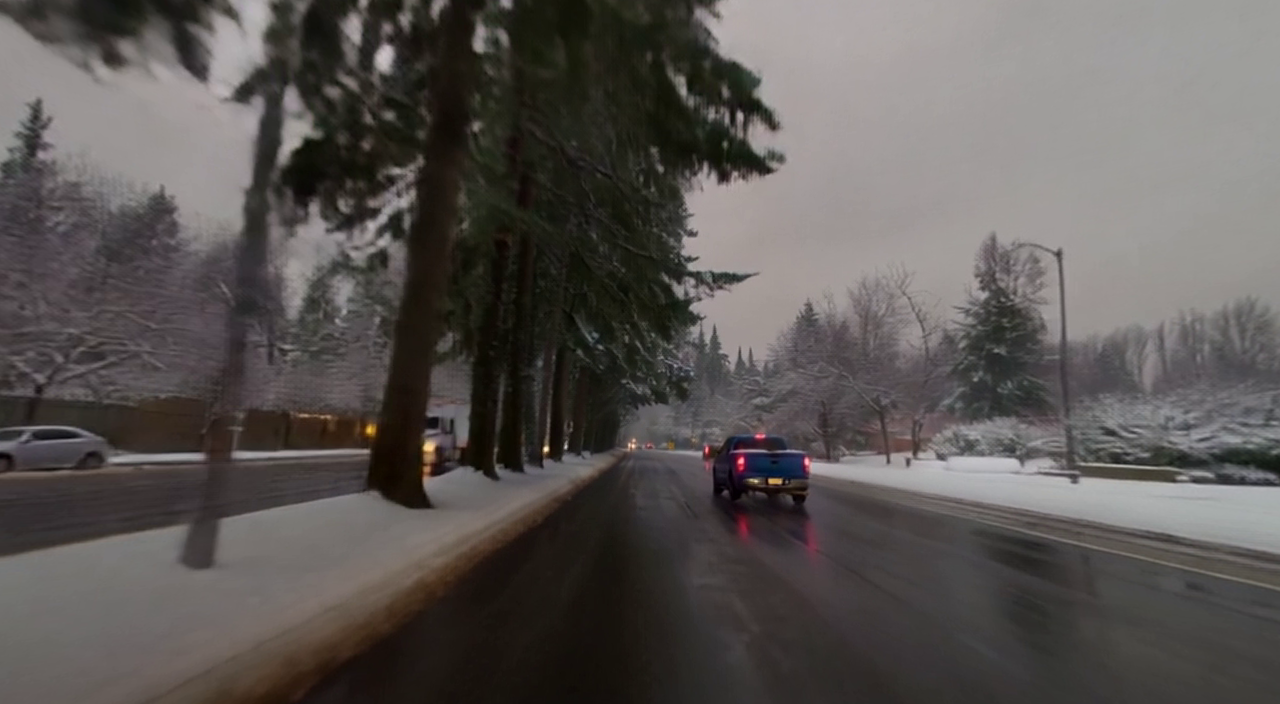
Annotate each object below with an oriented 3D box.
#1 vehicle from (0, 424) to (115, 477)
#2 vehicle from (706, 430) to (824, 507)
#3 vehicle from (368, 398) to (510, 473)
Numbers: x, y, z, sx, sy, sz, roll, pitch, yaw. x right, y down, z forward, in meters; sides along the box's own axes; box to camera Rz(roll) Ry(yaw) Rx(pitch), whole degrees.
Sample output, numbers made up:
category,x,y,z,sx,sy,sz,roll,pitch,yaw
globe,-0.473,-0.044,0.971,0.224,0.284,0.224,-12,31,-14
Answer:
category,x,y,z,sx,sy,sz,roll,pitch,yaw
vehicle,-18.913,2.980,19.187,1.908,1.471,4.556,0,-8,-1
vehicle,3.064,2.972,16.570,2.108,1.712,4.616,0,-8,-1
vehicle,-8.554,3.857,28.695,3.046,2.782,10.538,0,-8,0
